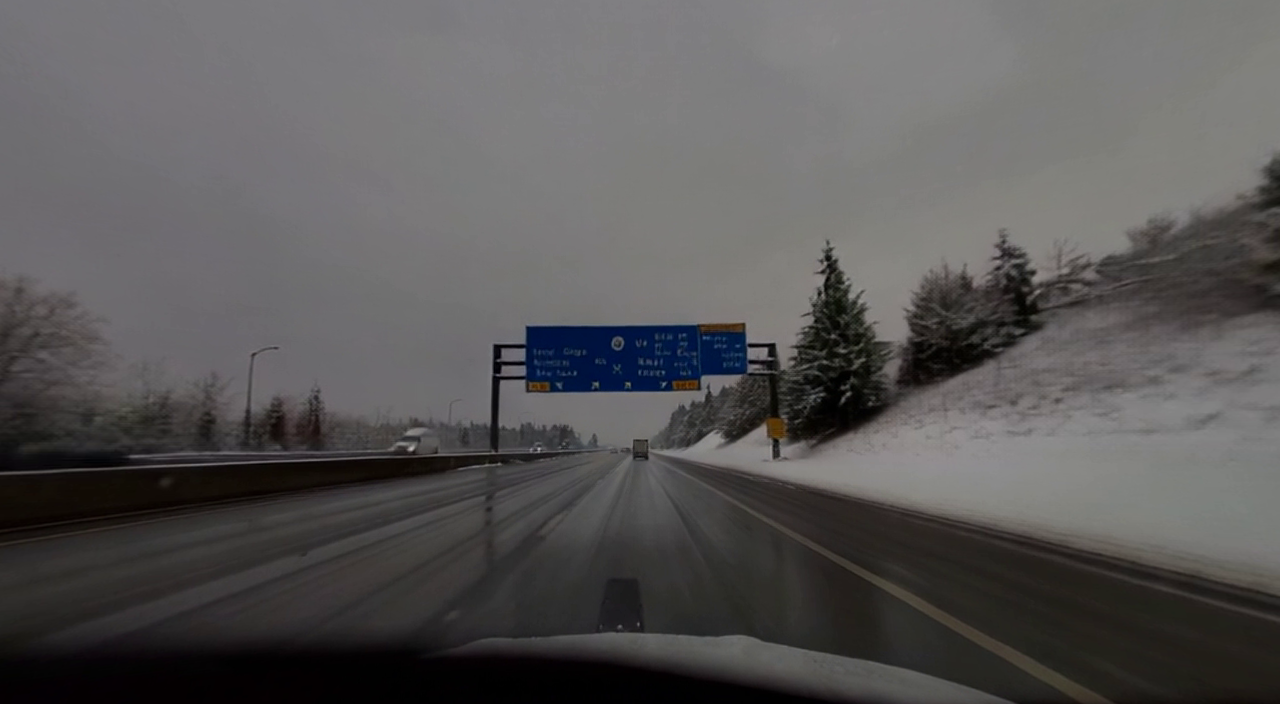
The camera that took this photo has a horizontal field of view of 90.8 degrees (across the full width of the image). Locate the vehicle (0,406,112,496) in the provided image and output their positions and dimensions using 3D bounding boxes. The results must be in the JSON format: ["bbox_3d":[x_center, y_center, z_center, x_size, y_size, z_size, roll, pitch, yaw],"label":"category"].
[{"bbox_3d":[-14.787,2.171,13.781,2.059,1.916,5.094,0,-9,-1],"label":"vehicle"}]
